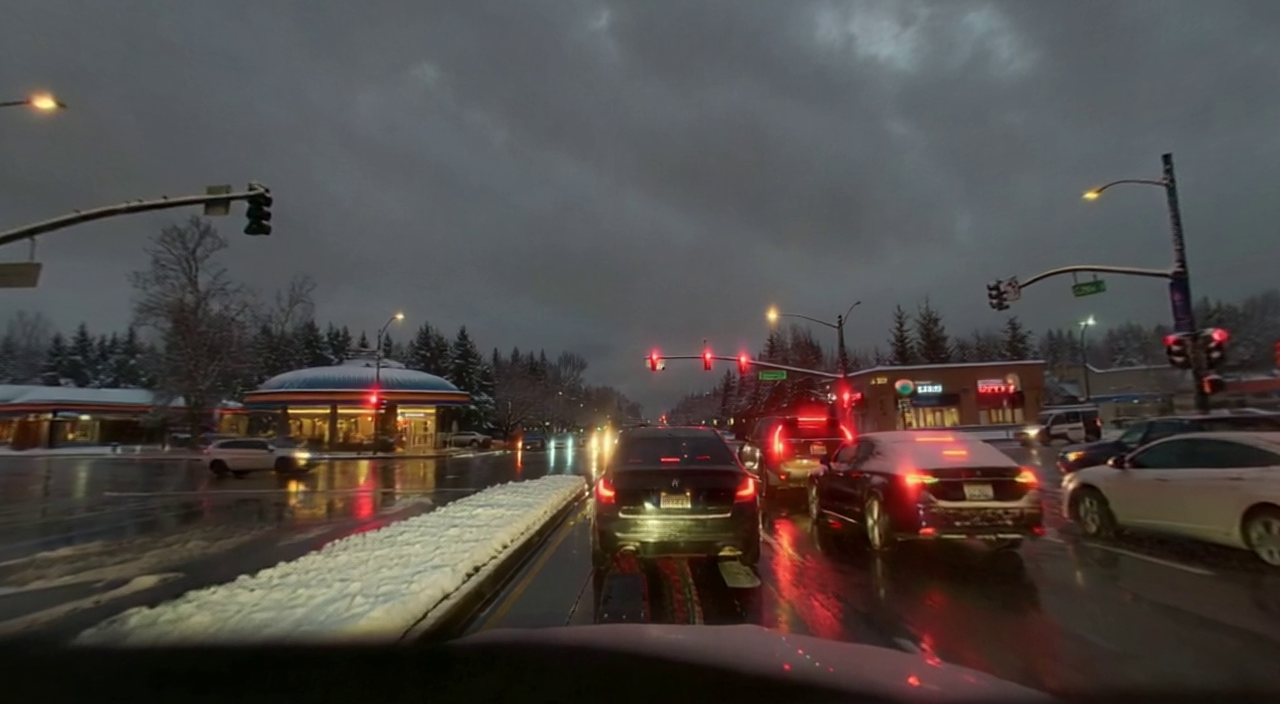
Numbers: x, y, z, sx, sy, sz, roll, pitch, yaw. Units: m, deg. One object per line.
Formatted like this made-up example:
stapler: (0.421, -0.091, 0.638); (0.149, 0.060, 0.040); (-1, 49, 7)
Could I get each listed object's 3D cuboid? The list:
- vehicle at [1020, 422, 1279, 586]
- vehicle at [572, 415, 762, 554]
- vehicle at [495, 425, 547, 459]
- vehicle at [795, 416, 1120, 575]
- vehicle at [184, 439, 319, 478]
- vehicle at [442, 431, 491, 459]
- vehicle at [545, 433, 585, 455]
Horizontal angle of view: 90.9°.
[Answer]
vehicle: (6.770, 1.589, 7.217); (2.059, 1.458, 4.395); (0, -8, -1)
vehicle: (0.255, 1.731, 8.880); (2.073, 1.496, 3.892); (0, -8, -1)
vehicle: (-8.696, 6.621, 46.757); (2.710, 2.022, 5.889); (-2, -4, 0)
vehicle: (3.550, 1.674, 8.229); (1.883, 1.480, 4.489); (0, -8, 0)
vehicle: (-17.912, 4.899, 29.335); (4.833, 1.701, 2.077); (2, -8, -13)
vehicle: (-12.021, 6.502, 44.079); (2.122, 1.829, 4.559); (0, -8, 0)
vehicle: (-5.295, 6.592, 45.114); (2.200, 1.480, 4.292); (0, -8, 1)
